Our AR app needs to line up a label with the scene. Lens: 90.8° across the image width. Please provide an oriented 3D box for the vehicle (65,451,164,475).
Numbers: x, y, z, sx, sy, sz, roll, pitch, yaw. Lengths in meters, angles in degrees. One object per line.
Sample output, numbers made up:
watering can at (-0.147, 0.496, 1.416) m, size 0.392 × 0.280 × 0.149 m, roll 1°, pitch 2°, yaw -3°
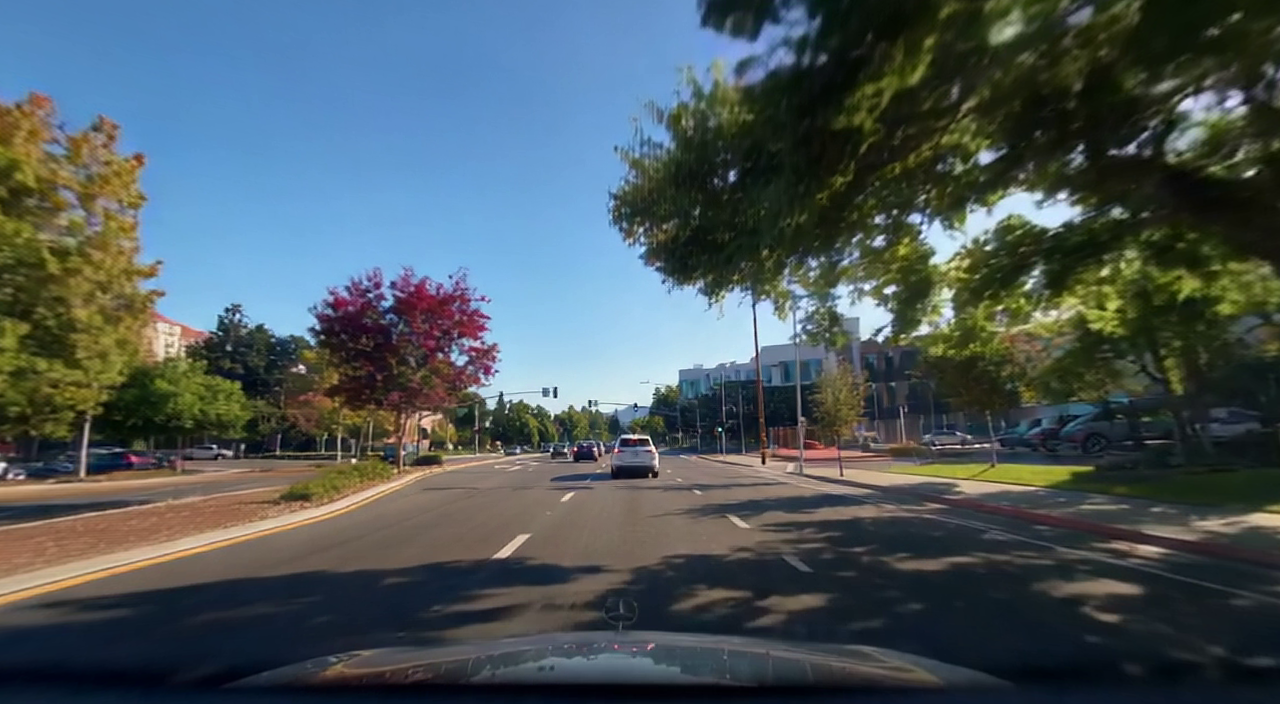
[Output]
vehicle at (-34.244, 7.229, 41.259) m, size 4.608 × 1.435 × 2.076 m, roll 0°, pitch -9°, yaw 0°

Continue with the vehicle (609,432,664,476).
vehicle at (-0.180, 4.410, 27.509) m, size 2.188 × 1.782 × 3.982 m, roll 0°, pitch -9°, yaw -1°

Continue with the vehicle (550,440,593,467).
vehicle at (-3.996, 6.000, 37.512) m, size 2.075 × 1.474 × 4.367 m, roll 0°, pitch -9°, yaw 0°
